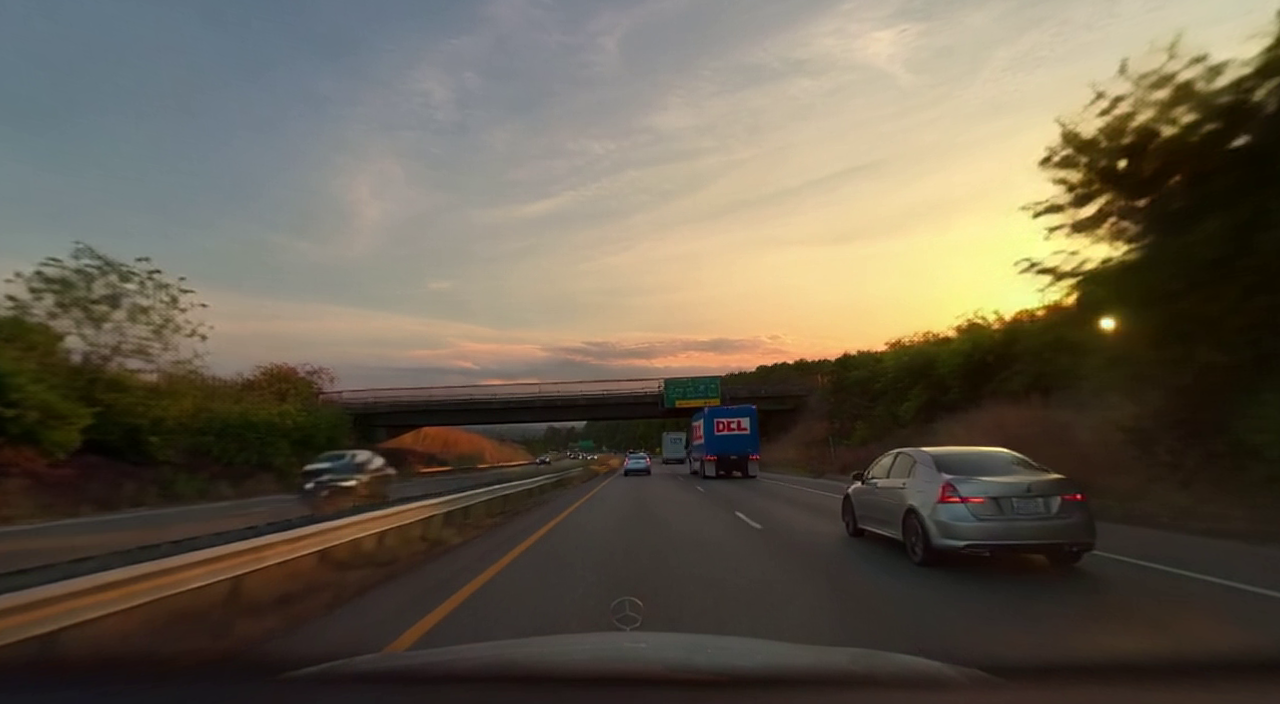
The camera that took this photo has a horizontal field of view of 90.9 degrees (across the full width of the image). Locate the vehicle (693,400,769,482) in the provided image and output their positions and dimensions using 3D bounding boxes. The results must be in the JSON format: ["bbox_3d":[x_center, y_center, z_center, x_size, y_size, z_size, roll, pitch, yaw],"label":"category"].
[{"bbox_3d":[4.797,4.959,34.894,2.838,3.985,8.010,0,-9,-1],"label":"vehicle"}]

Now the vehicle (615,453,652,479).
[{"bbox_3d":[-0.369,6.768,37.599,2.055,1.445,3.661,0,-9,0],"label":"vehicle"}]

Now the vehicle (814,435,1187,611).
[{"bbox_3d":[3.637,1.777,7.468,1.894,1.452,4.164,0,-9,-1],"label":"vehicle"}]

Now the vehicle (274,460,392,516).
[{"bbox_3d":[-8.990,3.968,18.776,1.728,1.425,3.494,0,-9,0],"label":"vehicle"}]
